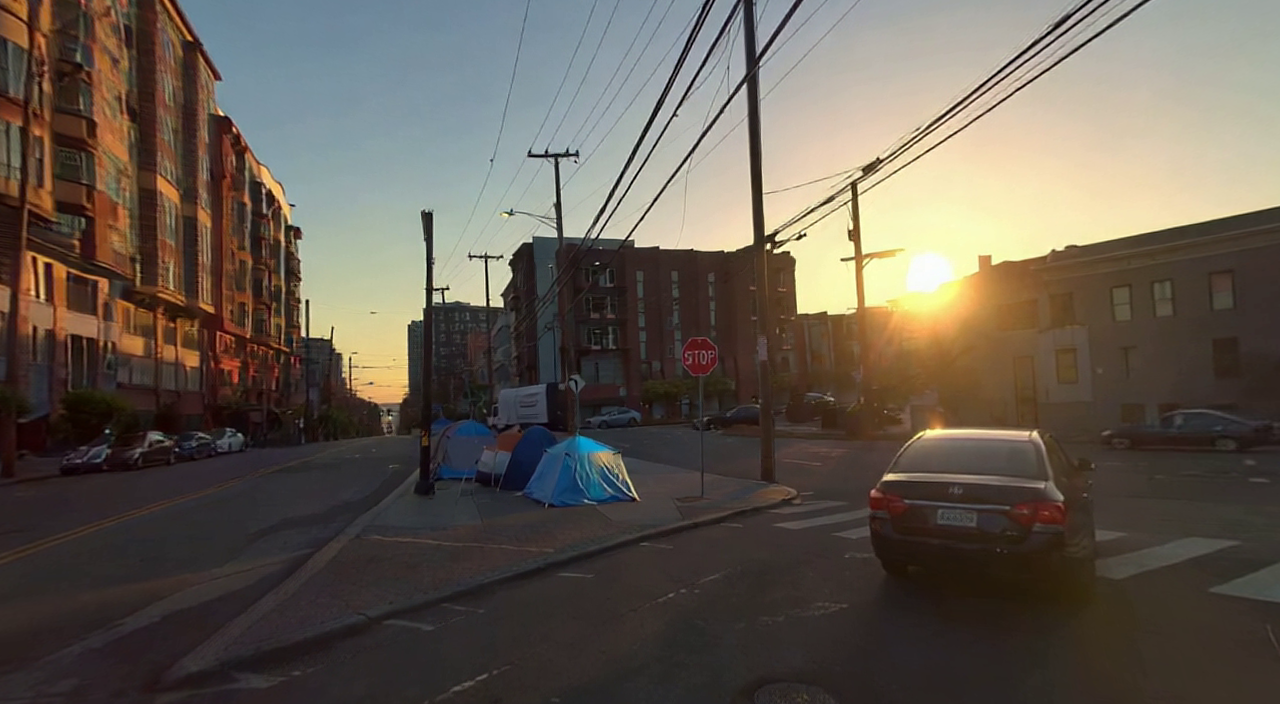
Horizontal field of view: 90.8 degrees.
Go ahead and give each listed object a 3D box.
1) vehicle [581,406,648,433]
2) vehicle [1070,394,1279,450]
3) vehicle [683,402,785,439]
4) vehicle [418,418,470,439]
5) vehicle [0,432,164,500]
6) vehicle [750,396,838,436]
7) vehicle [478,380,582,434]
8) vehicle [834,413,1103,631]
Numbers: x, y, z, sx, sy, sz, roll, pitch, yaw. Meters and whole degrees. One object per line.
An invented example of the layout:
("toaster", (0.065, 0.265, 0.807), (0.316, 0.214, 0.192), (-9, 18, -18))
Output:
("vehicle", (-1.642, 4.285, 39.768), (1.790, 1.468, 4.422), (8, -11, -42))
("vehicle", (16.022, 2.206, 19.149), (4.569, 1.487, 1.999), (-8, -11, 41))
("vehicle", (4.297, 3.234, 29.313), (4.363, 1.511, 1.838), (-8, -11, 43))
("vehicle", (-15.344, 6.016, 49.358), (2.089, 1.506, 4.641), (7, -11, -41))
("vehicle", (-17.190, 3.487, 19.852), (2.054, 1.800, 5.212), (3, -9, -21))
("vehicle", (8.250, 3.525, 34.058), (1.805, 1.694, 4.214), (12, -17, -43))
("vehicle", (-7.106, 3.641, 40.180), (7.172, 3.075, 2.584), (-7, -10, 41))
("vehicle", (3.824, 1.632, 7.153), (1.945, 1.647, 4.160), (-6, -10, 33))
